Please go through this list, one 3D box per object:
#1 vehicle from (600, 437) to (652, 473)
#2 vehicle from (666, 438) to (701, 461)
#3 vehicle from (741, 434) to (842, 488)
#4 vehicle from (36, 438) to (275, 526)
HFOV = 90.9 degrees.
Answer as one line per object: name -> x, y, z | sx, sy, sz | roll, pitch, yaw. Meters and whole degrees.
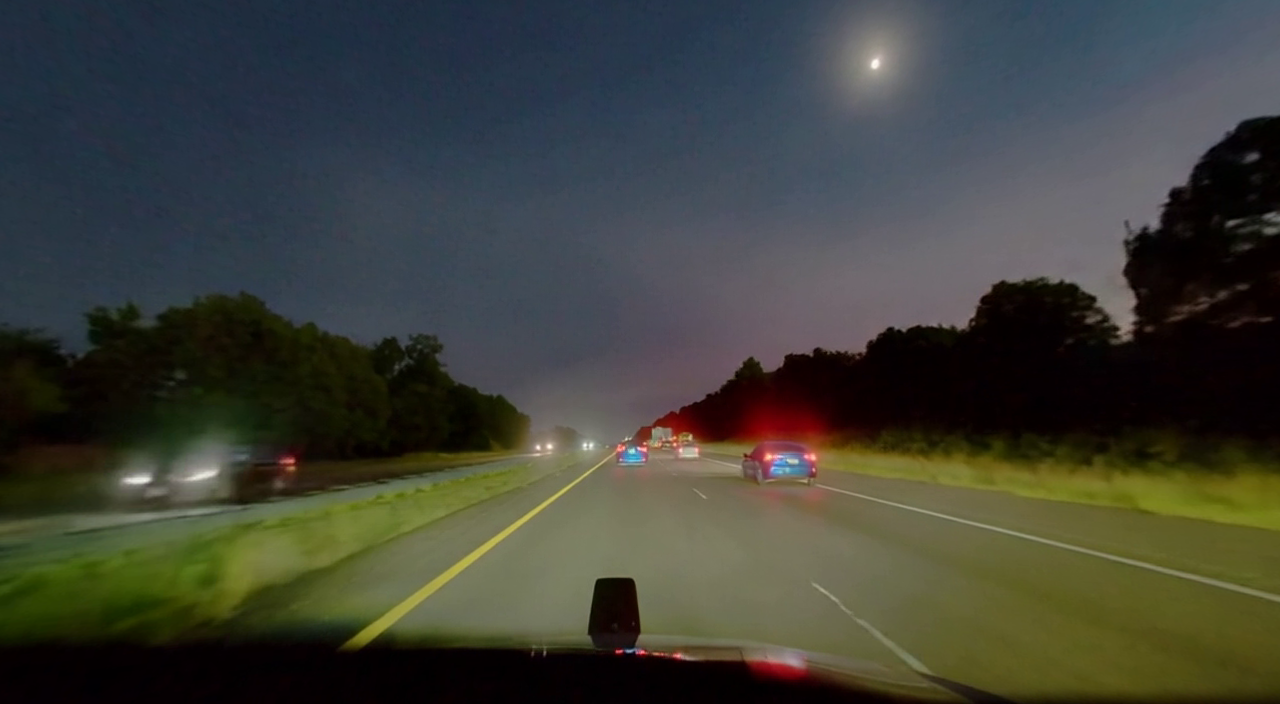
vehicle -> -0.594, 4.517, 27.945 | 2.143, 1.466, 3.693 | 0, -8, -1
vehicle -> 2.988, 6.801, 44.236 | 2.004, 1.469, 4.472 | 0, -8, -2
vehicle -> 4.644, 3.376, 20.010 | 2.066, 1.526, 4.216 | 0, -8, -1
vehicle -> -9.329, 2.468, 12.615 | 1.855, 1.458, 3.717 | 0, -8, -1
